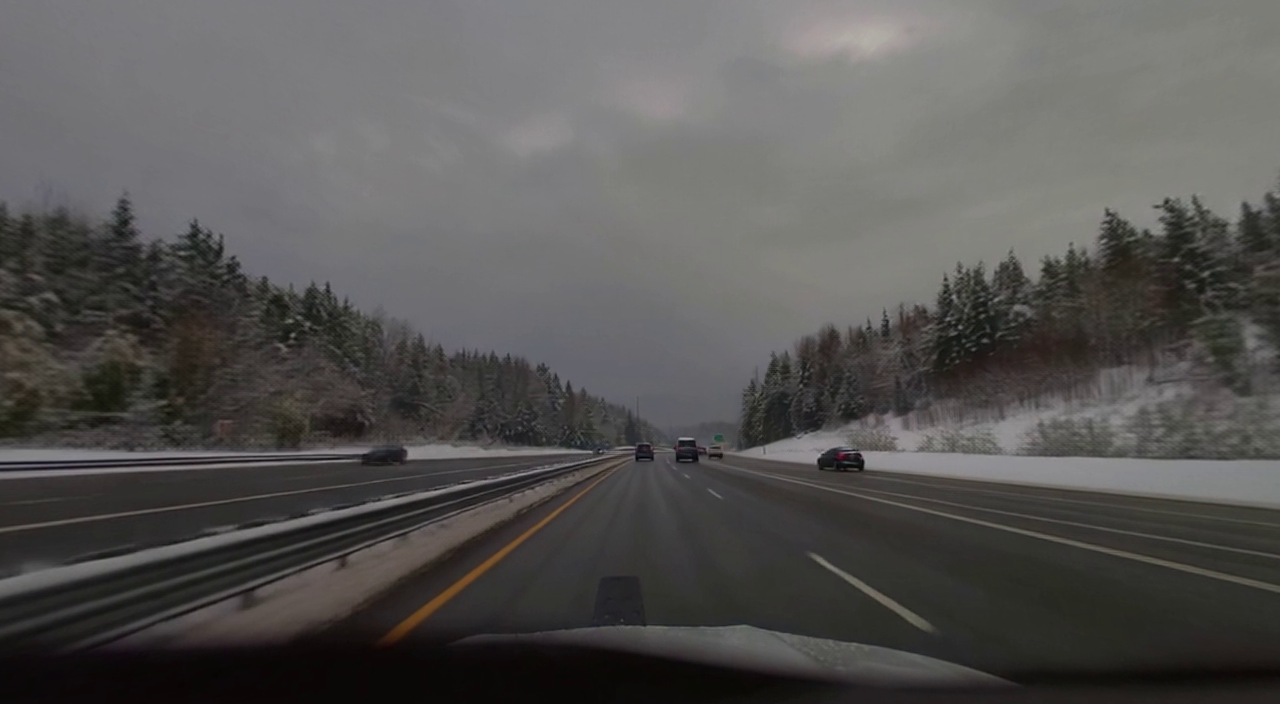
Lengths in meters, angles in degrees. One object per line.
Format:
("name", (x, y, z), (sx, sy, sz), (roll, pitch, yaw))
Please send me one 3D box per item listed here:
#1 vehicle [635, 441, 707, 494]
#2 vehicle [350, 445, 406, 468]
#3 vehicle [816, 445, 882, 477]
("vehicle", (0.863, 3.618, 20.011), (2.053, 1.483, 4.185), (0, -9, 0))
("vehicle", (-20.044, 7.974, 48.396), (1.999, 1.660, 4.686), (-1, -9, 4))
("vehicle", (10.489, 5.485, 31.848), (1.926, 1.483, 3.528), (0, -9, -4))
